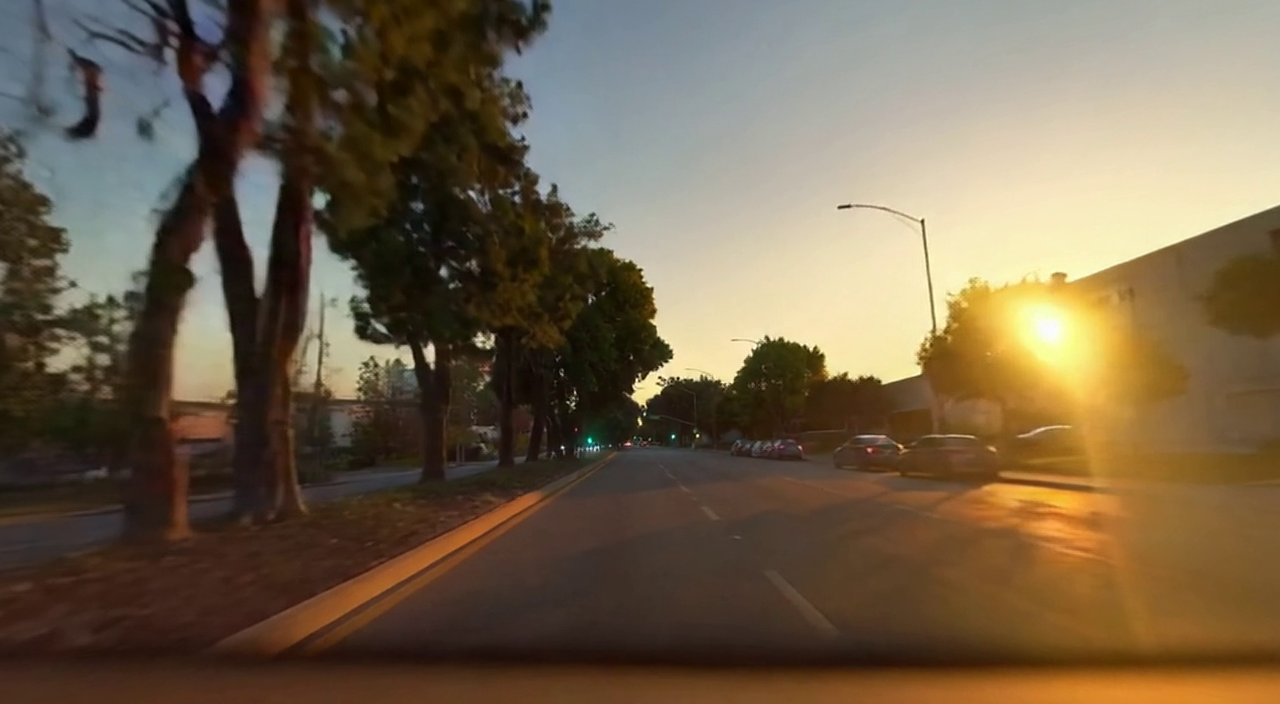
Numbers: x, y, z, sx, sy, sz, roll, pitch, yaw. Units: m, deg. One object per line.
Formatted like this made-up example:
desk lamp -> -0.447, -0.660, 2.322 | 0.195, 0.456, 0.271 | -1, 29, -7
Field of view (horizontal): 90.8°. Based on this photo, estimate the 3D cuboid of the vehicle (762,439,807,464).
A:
vehicle -> 9.774, 6.740, 43.038 | 1.970, 1.610, 4.247 | 0, -8, -1

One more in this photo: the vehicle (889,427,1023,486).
vehicle -> 9.939, 3.315, 20.316 | 1.984, 1.672, 4.262 | 0, -8, -2

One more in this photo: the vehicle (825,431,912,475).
vehicle -> 9.839, 4.396, 27.626 | 2.037, 1.732, 4.530 | 0, -8, -1
